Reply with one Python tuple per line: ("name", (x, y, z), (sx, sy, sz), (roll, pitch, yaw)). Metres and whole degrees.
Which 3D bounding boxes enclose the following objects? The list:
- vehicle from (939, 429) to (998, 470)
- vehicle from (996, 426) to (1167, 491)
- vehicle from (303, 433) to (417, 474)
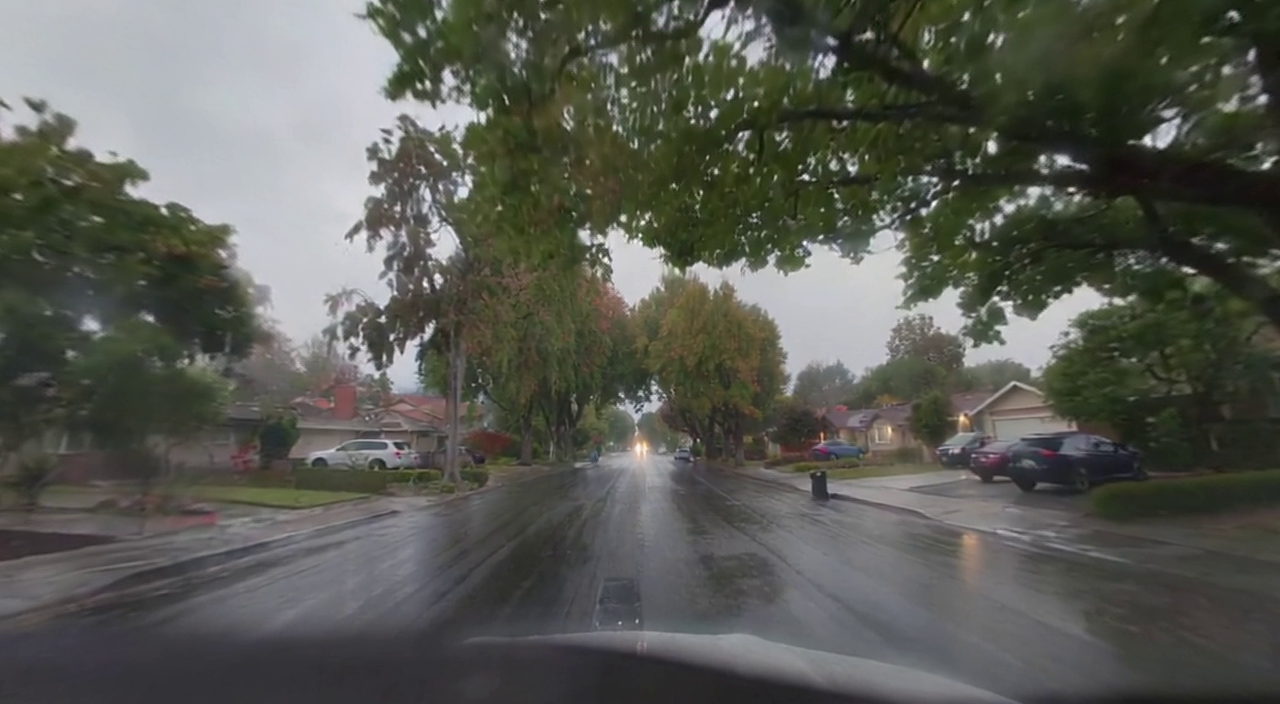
("vehicle", (16.588, 4.957, 32.030), (2.288, 1.880, 4.939), (-4, -10, 24))
("vehicle", (13.271, 3.157, 18.903), (4.708, 1.727, 2.076), (4, -10, -26))
("vehicle", (-15.035, 5.448, 34.145), (2.575, 2.031, 5.155), (-4, -9, 23))
